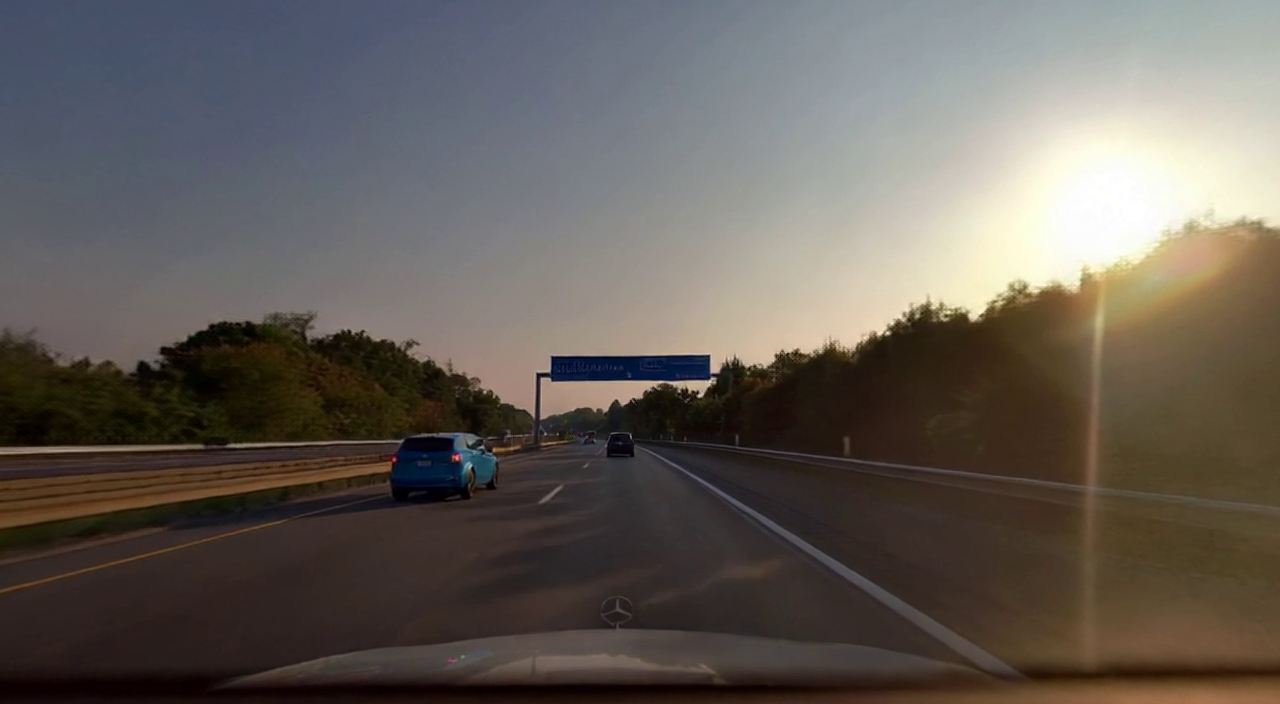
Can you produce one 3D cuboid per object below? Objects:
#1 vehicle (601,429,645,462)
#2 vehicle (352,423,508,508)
[{"bbox_3d":[-0.893,4.950,33.527,2.162,1.616,4.242,0,-8,-1],"label":"vehicle"},{"bbox_3d":[-4.233,2.342,13.537,1.975,1.518,4.242,0,-8,-1],"label":"vehicle"}]
